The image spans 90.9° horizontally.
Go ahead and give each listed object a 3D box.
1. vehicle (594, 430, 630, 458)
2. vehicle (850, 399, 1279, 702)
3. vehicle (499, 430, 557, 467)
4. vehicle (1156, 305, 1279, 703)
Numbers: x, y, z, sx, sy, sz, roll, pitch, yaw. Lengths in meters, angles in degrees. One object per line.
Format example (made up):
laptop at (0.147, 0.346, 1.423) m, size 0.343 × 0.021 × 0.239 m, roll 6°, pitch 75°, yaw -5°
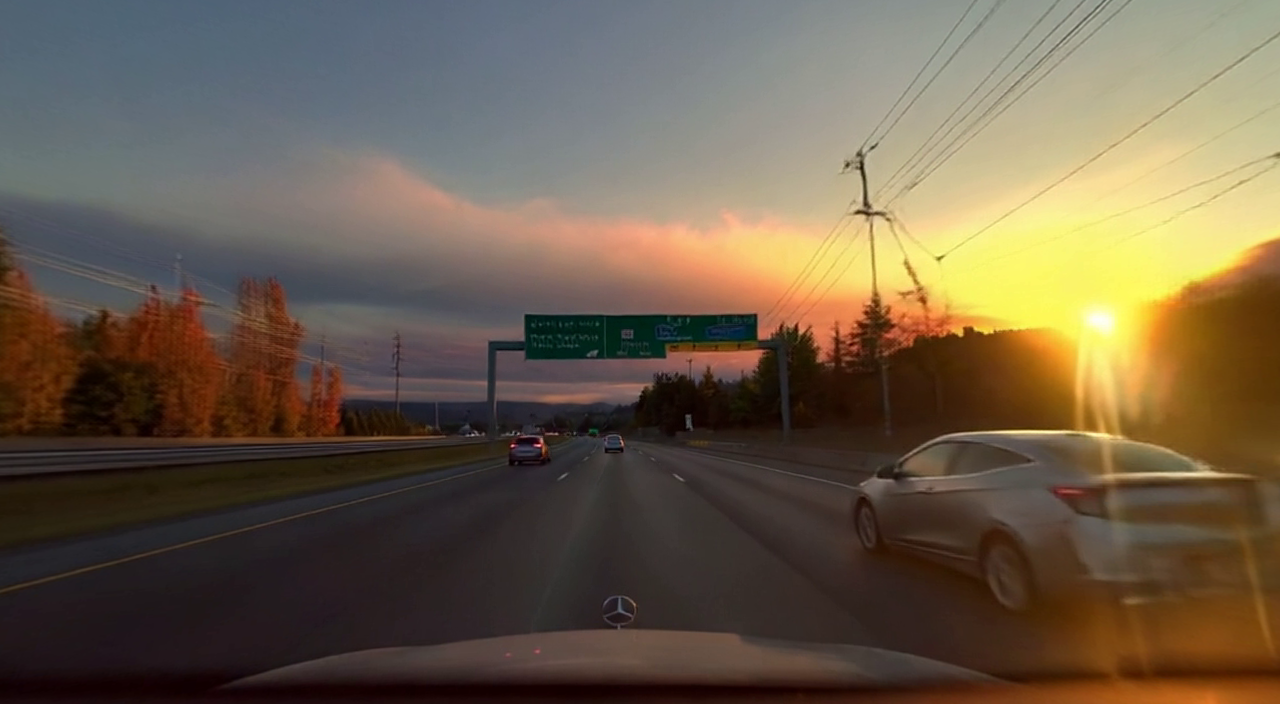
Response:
vehicle at (-1.714, 5.796, 39.791) m, size 2.159 × 1.690 × 3.720 m, roll 0°, pitch -7°, yaw -2°
vehicle at (3.808, 1.347, 5.736) m, size 2.033 × 1.576 × 4.691 m, roll 0°, pitch -7°, yaw -2°
vehicle at (-5.132, 4.484, 29.456) m, size 2.100 × 1.590 × 4.077 m, roll 0°, pitch -7°, yaw -2°
vehicle at (4.019, 0.608, 1.911) m, size 1.976 × 1.905 × 3.263 m, roll 0°, pitch -7°, yaw -3°
